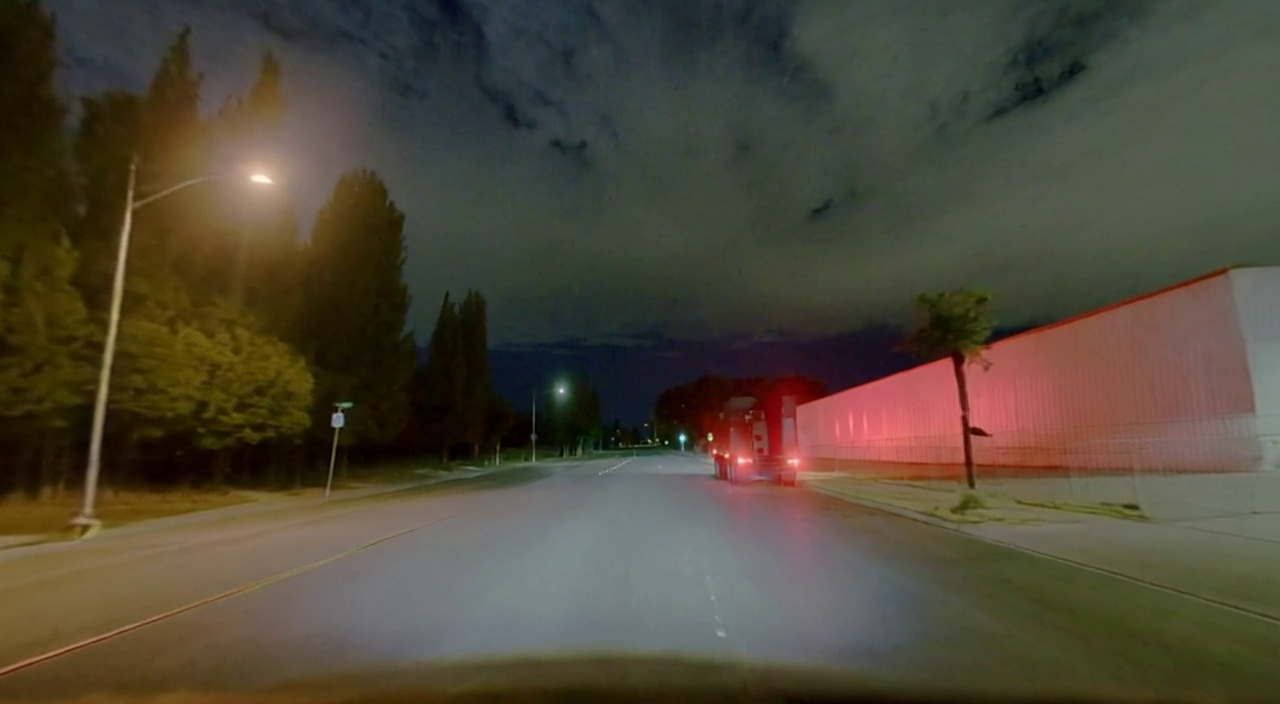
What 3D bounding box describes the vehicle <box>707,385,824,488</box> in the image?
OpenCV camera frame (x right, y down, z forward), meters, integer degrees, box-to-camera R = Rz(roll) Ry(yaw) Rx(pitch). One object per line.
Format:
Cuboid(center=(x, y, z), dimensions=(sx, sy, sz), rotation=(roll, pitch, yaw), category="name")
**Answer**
Cuboid(center=(4.382, 3.185, 23.646), dimensions=(3.019, 3.303, 6.252), rotation=(0, -8, -1), category="vehicle")
